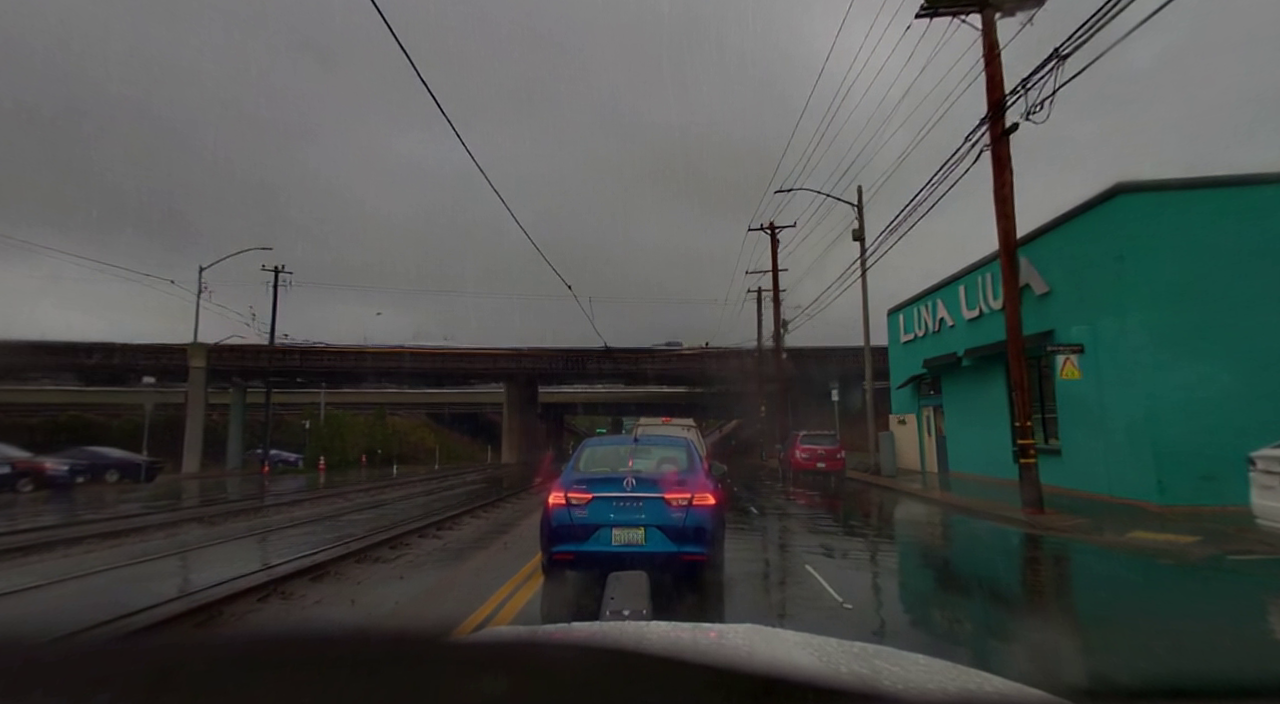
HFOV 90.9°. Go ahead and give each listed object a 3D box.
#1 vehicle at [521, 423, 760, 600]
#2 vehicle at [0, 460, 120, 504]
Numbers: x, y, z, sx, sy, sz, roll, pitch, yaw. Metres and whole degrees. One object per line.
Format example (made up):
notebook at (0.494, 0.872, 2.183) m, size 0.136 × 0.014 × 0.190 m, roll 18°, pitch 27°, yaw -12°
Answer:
vehicle at (0.094, 1.707, 7.614) m, size 2.090 × 1.518 × 4.033 m, roll -1°, pitch -9°, yaw 3°
vehicle at (-21.931, 4.688, 22.838) m, size 4.566 × 1.453 × 1.935 m, roll -1°, pitch -9°, yaw 5°
